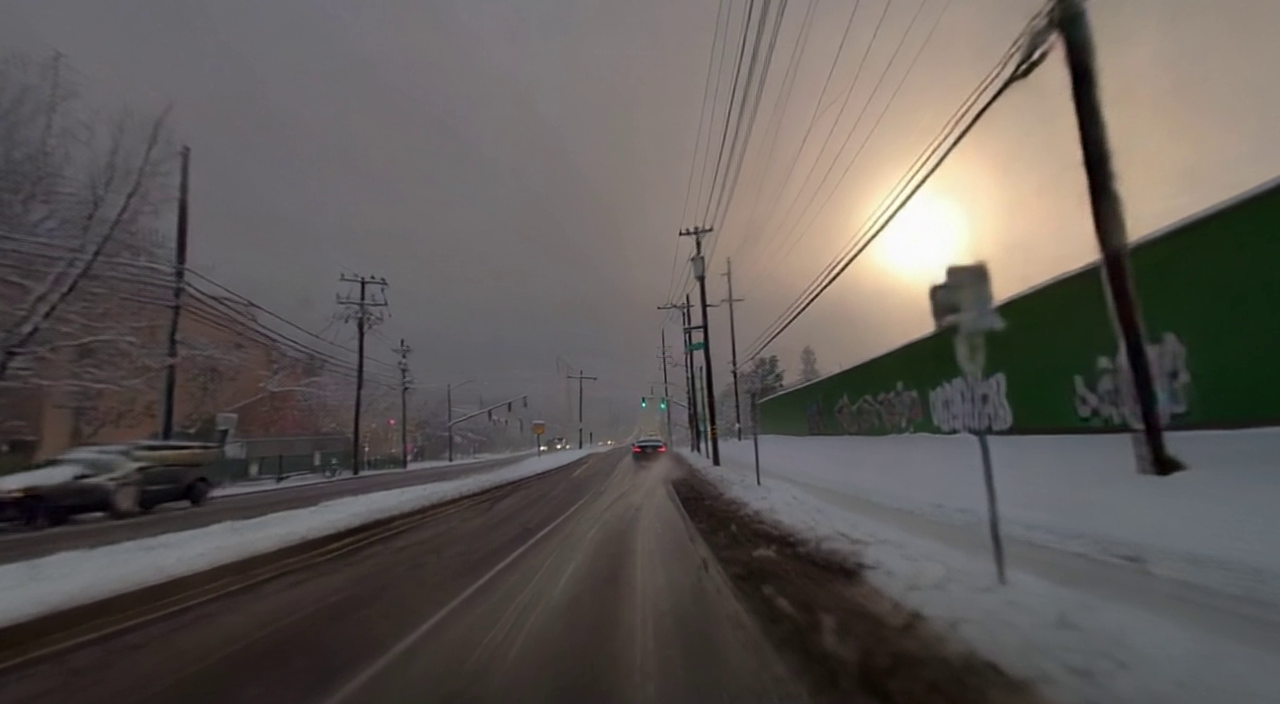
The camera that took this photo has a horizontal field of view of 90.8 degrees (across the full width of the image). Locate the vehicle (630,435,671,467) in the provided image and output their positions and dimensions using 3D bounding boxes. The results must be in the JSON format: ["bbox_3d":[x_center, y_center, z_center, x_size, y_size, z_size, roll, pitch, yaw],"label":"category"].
[{"bbox_3d":[0.616,5.309,34.109,2.105,1.611,3.750,0,-8,2],"label":"vehicle"}]

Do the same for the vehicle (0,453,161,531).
[{"bbox_3d":[-15.860,3.762,17.335,1.952,1.698,4.493,-5,-8,1],"label":"vehicle"}]
